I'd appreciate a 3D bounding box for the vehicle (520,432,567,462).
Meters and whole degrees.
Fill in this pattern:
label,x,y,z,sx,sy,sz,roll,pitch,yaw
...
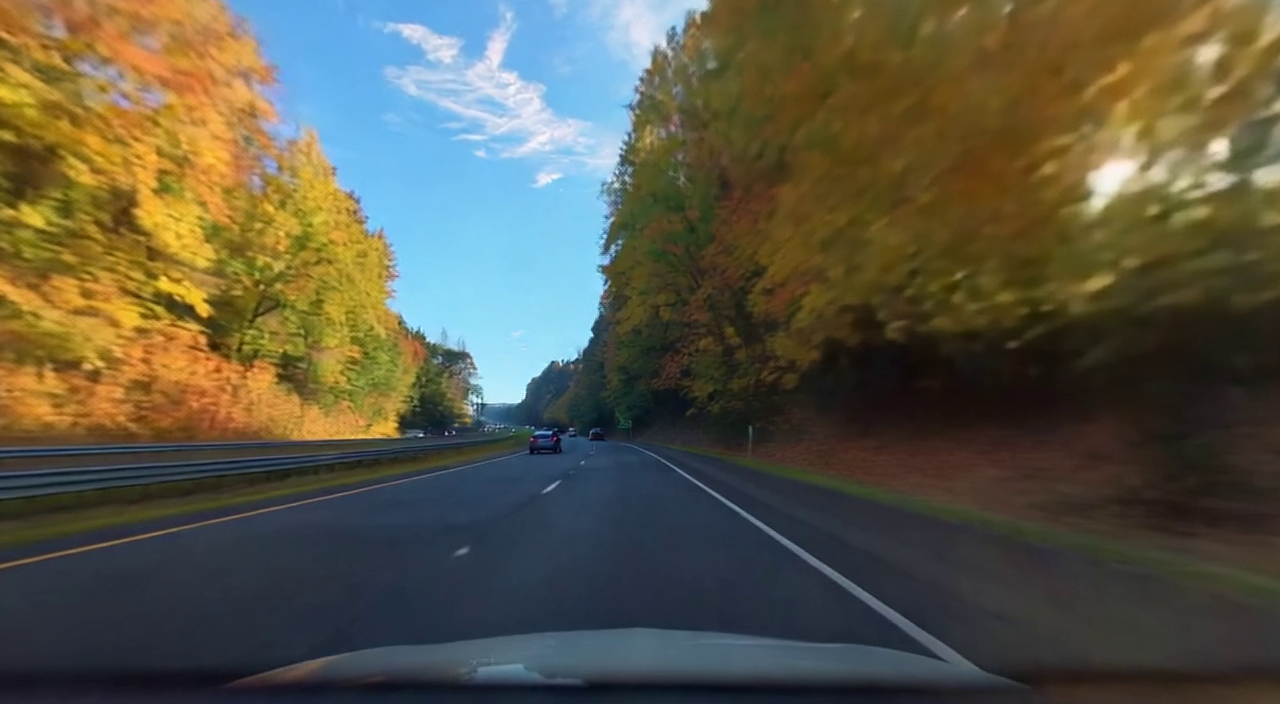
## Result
label,x,y,z,sx,sy,sz,roll,pitch,yaw
vehicle,-5.318,5.282,35.223,2.073,1.559,4.393,0,-8,-2
